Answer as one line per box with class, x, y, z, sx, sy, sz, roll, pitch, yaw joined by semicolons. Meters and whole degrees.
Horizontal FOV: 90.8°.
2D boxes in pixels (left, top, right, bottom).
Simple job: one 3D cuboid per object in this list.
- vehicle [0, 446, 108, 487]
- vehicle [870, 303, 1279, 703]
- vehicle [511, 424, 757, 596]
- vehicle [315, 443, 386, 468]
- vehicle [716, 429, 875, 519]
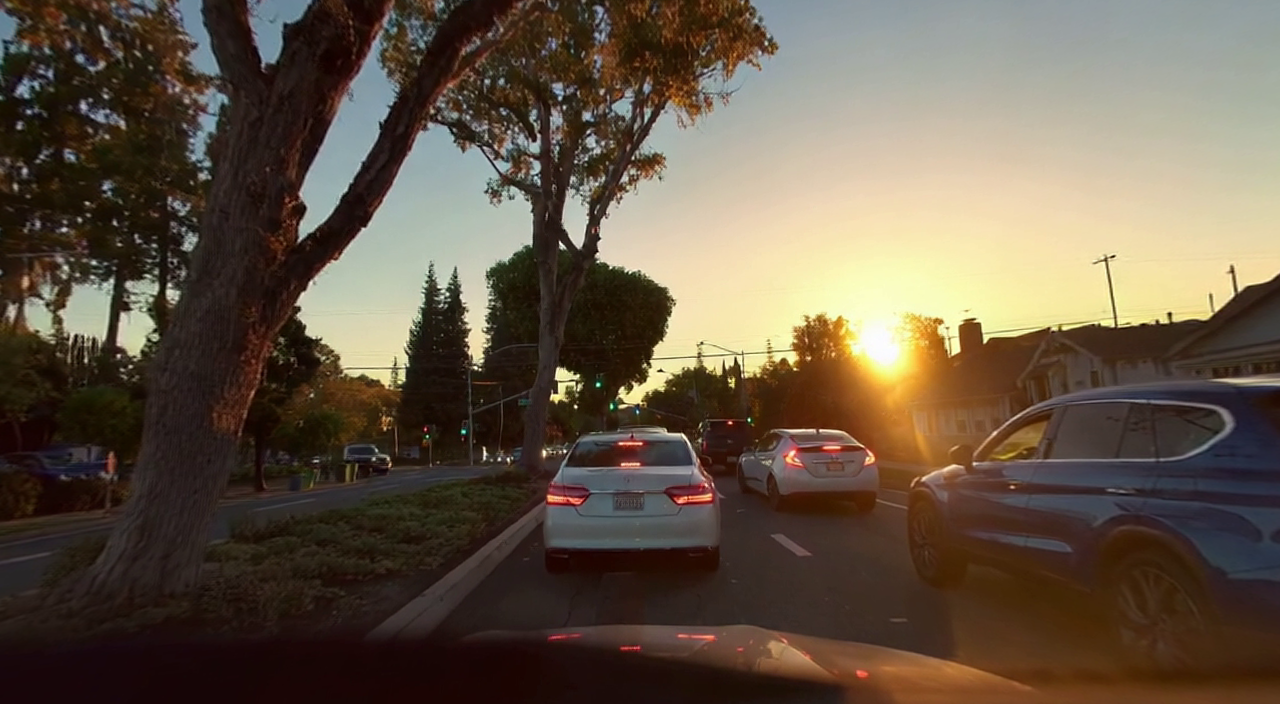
vehicle;-22.531;4.220;23.436;4.092;1.438;1.639;0;-8;1
vehicle;3.364;0.973;4.140;2.006;1.766;4.345;0;-8;-1
vehicle;-0.098;1.713;7.760;2.186;1.500;4.141;0;-8;-1
vehicle;-19.909;7.149;43.585;3.957;1.630;1.881;0;-8;0
vehicle;2.951;2.432;13.146;1.971;1.517;4.521;0;-8;-2
